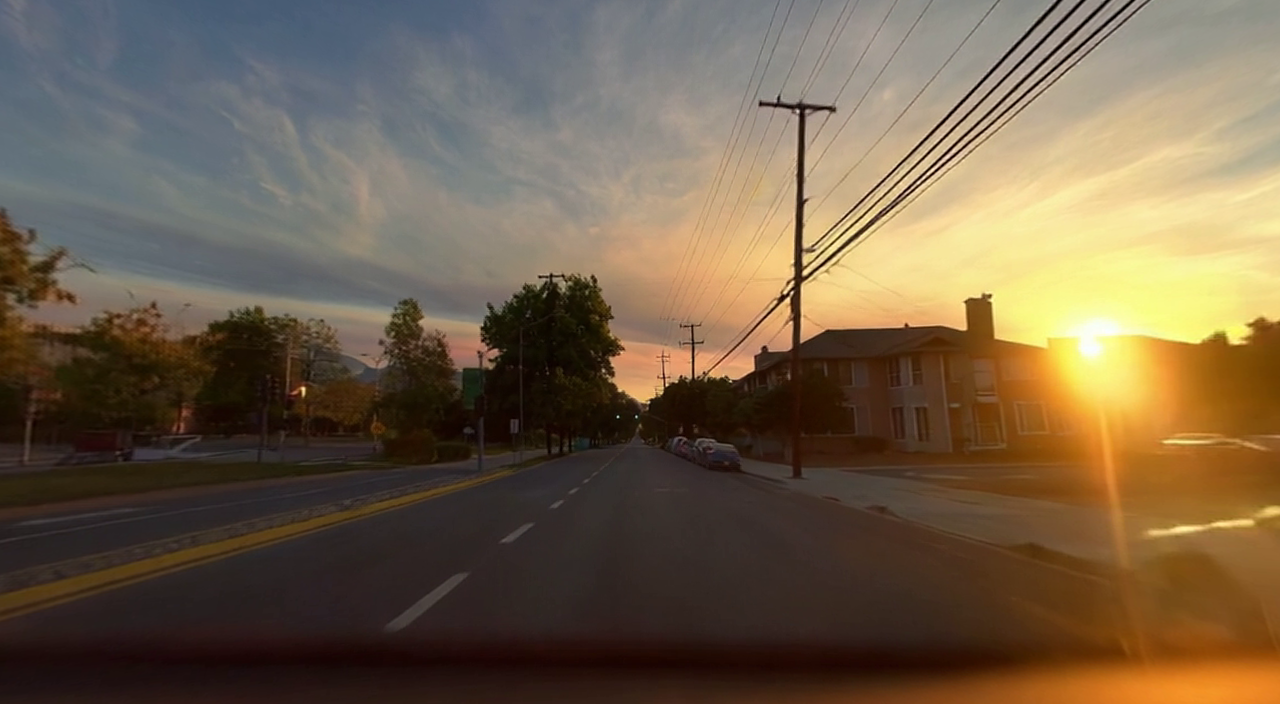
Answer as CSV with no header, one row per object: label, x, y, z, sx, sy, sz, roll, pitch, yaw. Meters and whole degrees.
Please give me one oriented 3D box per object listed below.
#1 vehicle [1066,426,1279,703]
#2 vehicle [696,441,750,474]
vehicle,4.101,0.958,2.244,1.994,1.422,4.595,0,-8,0
vehicle,3.855,4.994,30.114,1.785,1.441,4.458,0,-8,-2
